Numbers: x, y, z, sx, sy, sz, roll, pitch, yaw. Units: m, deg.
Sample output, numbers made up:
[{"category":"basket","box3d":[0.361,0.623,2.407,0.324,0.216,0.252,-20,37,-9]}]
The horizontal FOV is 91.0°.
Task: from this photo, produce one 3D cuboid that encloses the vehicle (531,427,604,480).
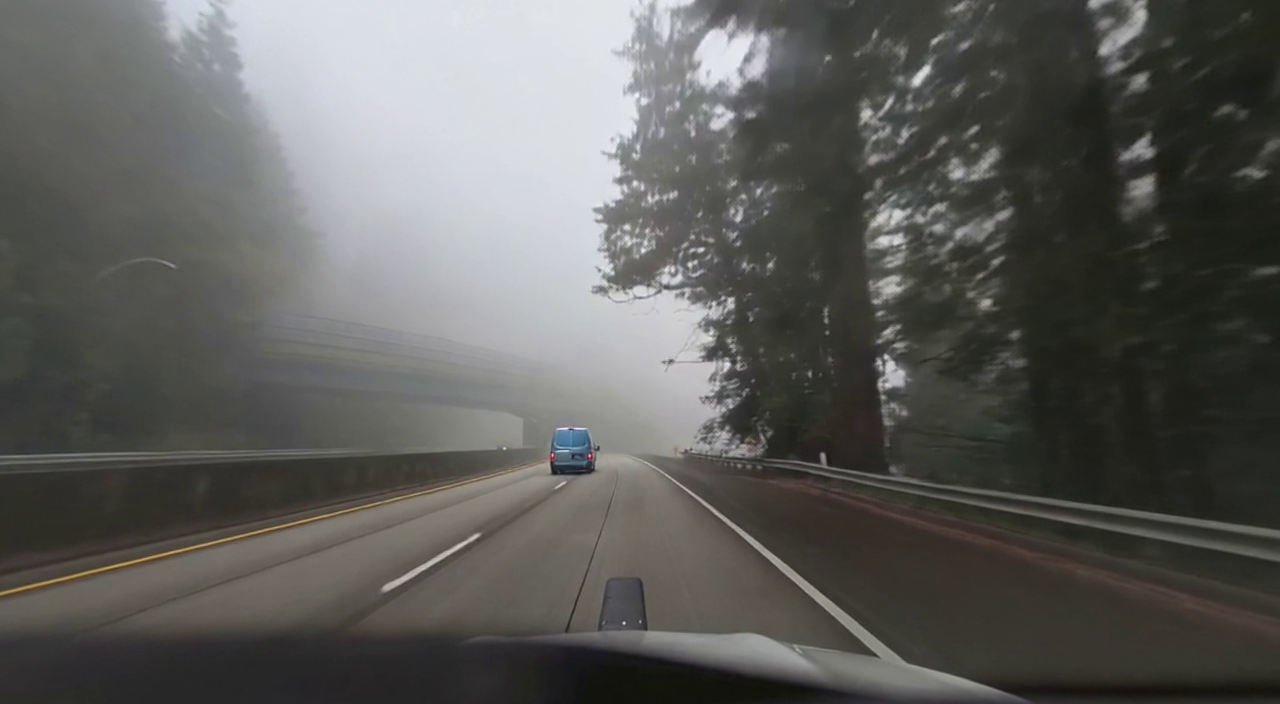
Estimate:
[{"category":"vehicle","box3d":[-2.753,4.023,25.228,2.372,1.891,5.061,0,-8,0]}]
